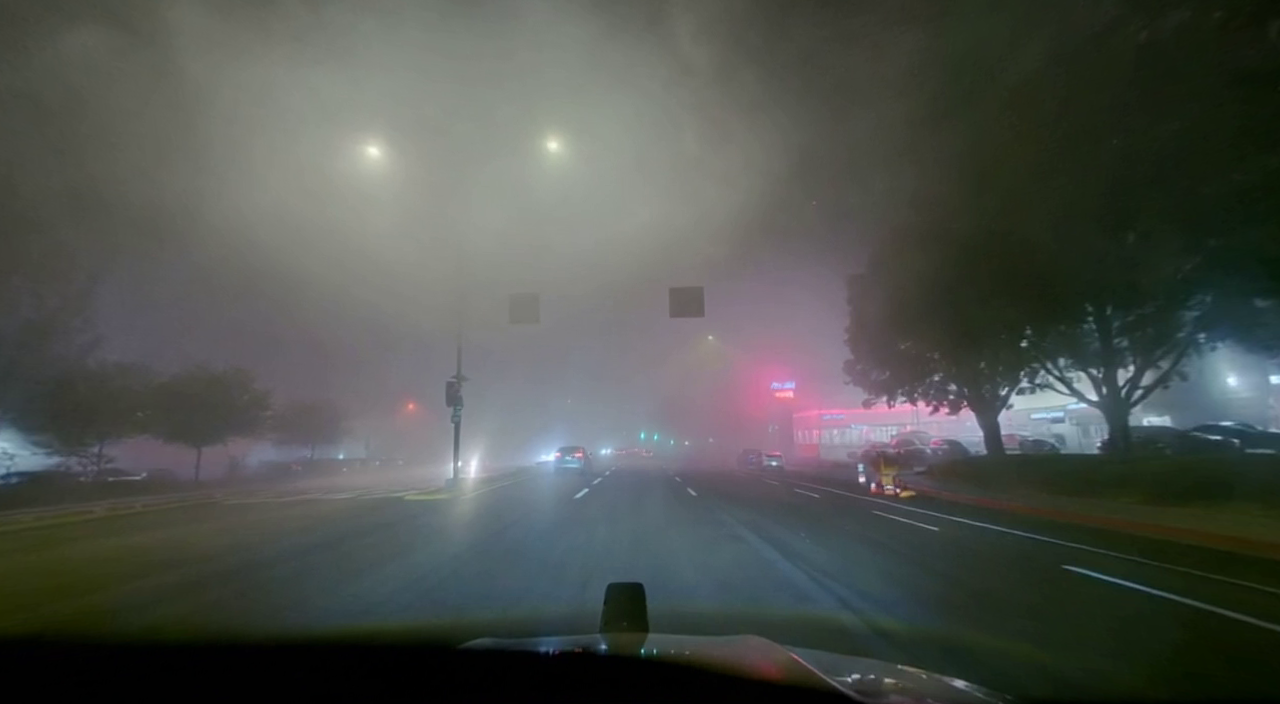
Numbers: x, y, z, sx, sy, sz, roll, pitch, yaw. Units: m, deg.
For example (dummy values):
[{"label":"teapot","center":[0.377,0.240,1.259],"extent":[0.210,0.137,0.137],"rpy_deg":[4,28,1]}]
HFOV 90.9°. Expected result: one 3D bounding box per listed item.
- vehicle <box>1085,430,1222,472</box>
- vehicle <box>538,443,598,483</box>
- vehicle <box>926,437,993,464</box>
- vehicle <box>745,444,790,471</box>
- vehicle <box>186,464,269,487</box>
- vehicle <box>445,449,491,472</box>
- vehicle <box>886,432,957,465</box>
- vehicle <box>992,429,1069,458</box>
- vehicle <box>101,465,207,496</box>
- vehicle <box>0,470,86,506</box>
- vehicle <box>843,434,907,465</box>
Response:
[{"label":"vehicle","center":[21.974,4.255,27.277],"extent":[1.984,1.643,4.772],"rpy_deg":[0,-8,2]},{"label":"vehicle","center":[-2.809,4.433,25.467],"extent":[1.926,1.442,4.231],"rpy_deg":[0,-9,0]},{"label":"vehicle","center":[18.320,5.690,36.332],"extent":[1.881,1.443,3.882],"rpy_deg":[-1,-9,2]},{"label":"vehicle","center":[7.493,6.217,37.436],"extent":[1.799,1.399,4.317],"rpy_deg":[-1,-8,0]},{"label":"vehicle","center":[-30.196,9.011,46.233],"extent":[4.708,1.457,1.821],"rpy_deg":[8,-12,-43]},{"label":"vehicle","center":[-11.919,7.506,43.839],"extent":[1.917,1.495,4.309],"rpy_deg":[0,-9,1]},{"label":"vehicle","center":[16.169,5.578,36.485],"extent":[1.984,1.774,4.406],"rpy_deg":[0,-9,-1]},{"label":"vehicle","center":[25.868,6.137,42.026],"extent":[2.043,1.803,4.774],"rpy_deg":[-1,-9,0]},{"label":"vehicle","center":[-30.125,7.964,39.184],"extent":[5.077,1.411,1.808],"rpy_deg":[3,-11,-39]},{"label":"vehicle","center":[-30.527,6.796,31.418],"extent":[1.862,1.428,4.160],"rpy_deg":[-12,-11,44]},{"label":"vehicle","center":[13.636,5.694,36.855],"extent":[1.916,1.683,4.516],"rpy_deg":[0,-9,0]}]
